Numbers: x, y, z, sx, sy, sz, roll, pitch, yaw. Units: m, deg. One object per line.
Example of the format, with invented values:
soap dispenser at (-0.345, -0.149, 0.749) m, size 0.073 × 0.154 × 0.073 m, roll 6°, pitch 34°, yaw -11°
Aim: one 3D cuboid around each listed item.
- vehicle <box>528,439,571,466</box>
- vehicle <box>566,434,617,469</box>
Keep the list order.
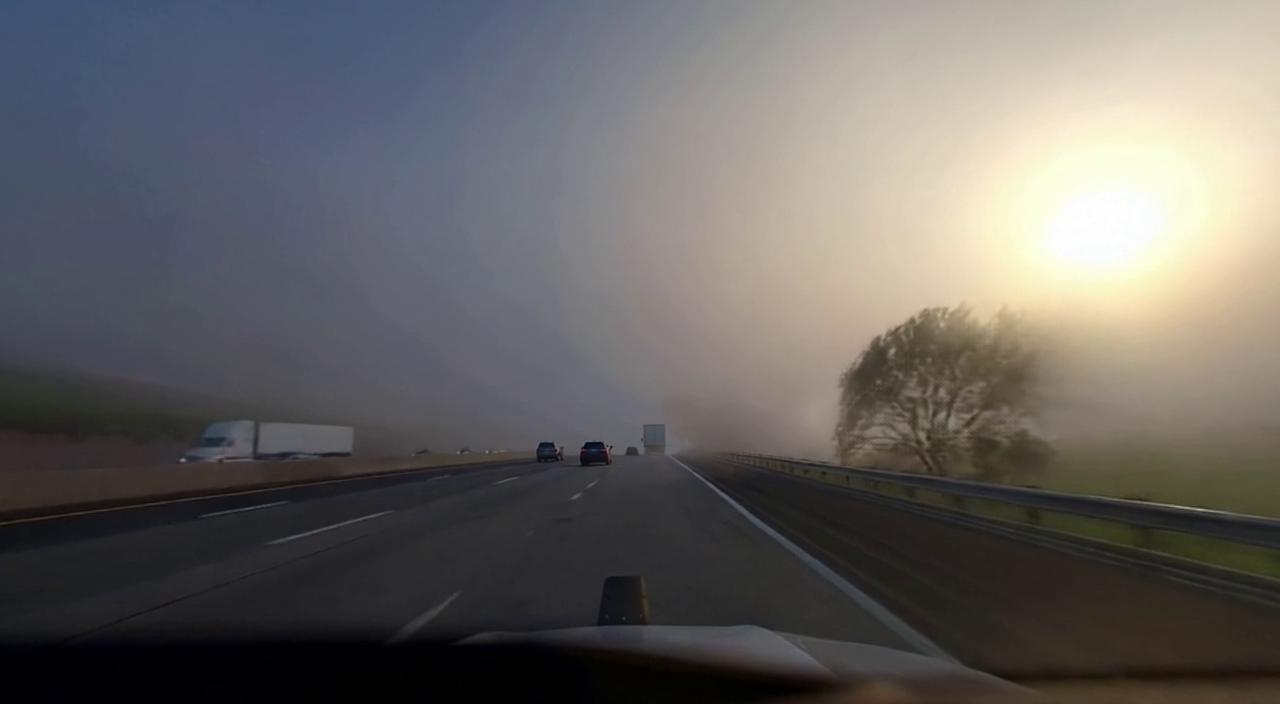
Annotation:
vehicle at (-5.983, 6.693, 42.097) m, size 2.062 × 1.691 × 4.278 m, roll 0°, pitch -8°, yaw 2°
vehicle at (-2.618, 5.497, 35.076) m, size 2.283 × 1.802 × 4.810 m, roll 0°, pitch -8°, yaw 2°
